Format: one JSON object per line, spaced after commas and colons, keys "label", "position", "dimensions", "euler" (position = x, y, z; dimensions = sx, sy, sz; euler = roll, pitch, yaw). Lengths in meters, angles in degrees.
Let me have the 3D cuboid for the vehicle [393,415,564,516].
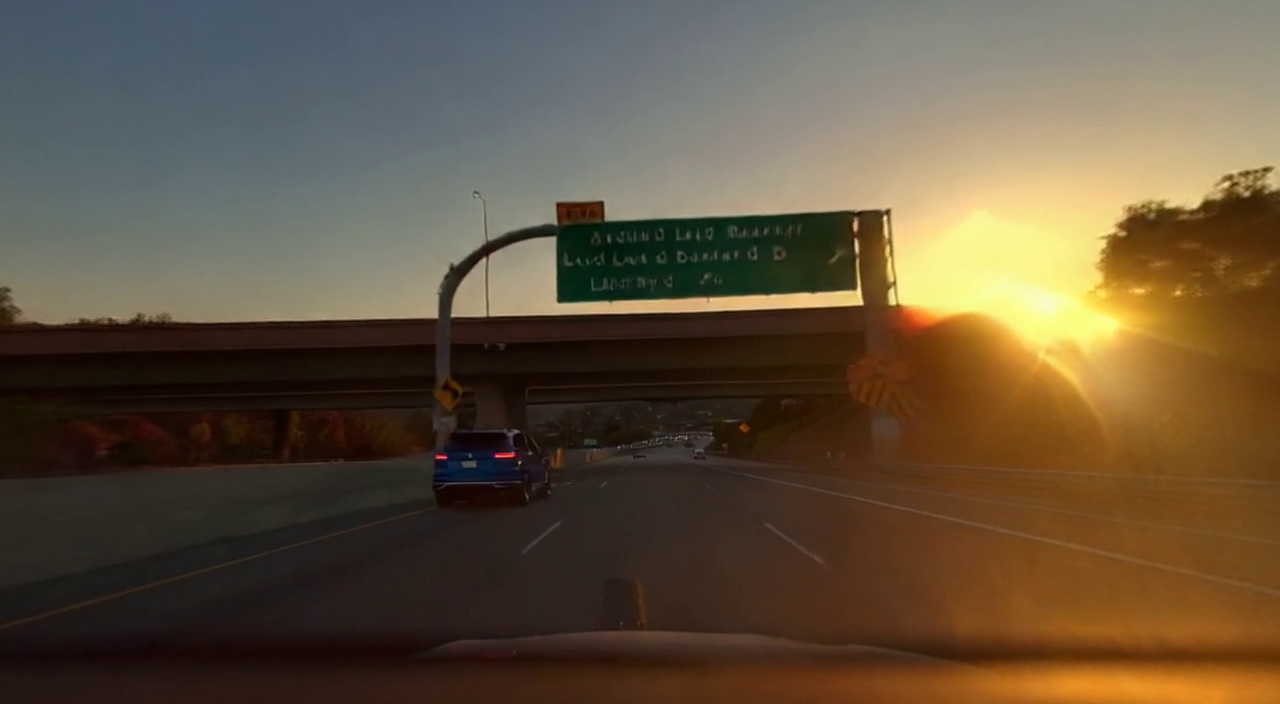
{"label": "vehicle", "position": [-3.466, 2.622, 15.048], "dimensions": [2.431, 1.928, 5.760], "euler": [0, -9, 1]}
